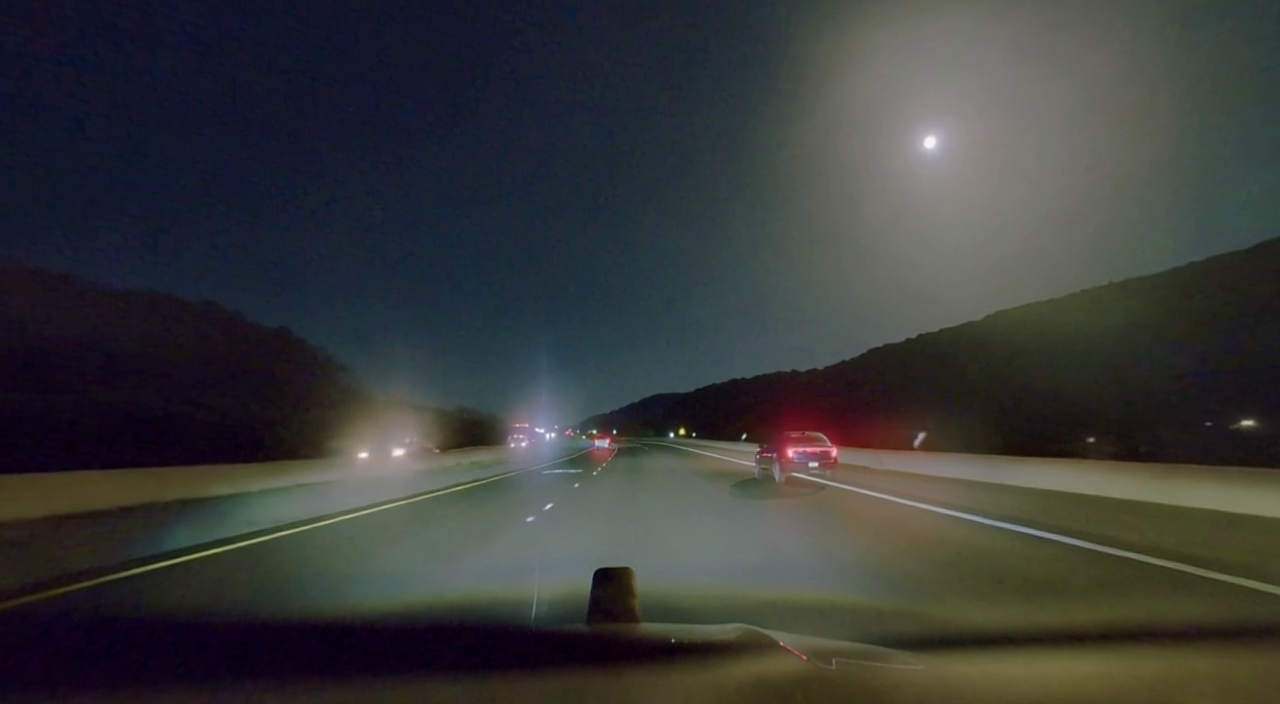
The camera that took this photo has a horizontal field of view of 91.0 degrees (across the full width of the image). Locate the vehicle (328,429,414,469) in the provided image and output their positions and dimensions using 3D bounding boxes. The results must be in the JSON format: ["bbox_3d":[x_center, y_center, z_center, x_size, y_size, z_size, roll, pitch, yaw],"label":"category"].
[{"bbox_3d":[-12.864,4.687,30.482,2.078,1.746,4.785,0,-8,-1],"label":"vehicle"}]
